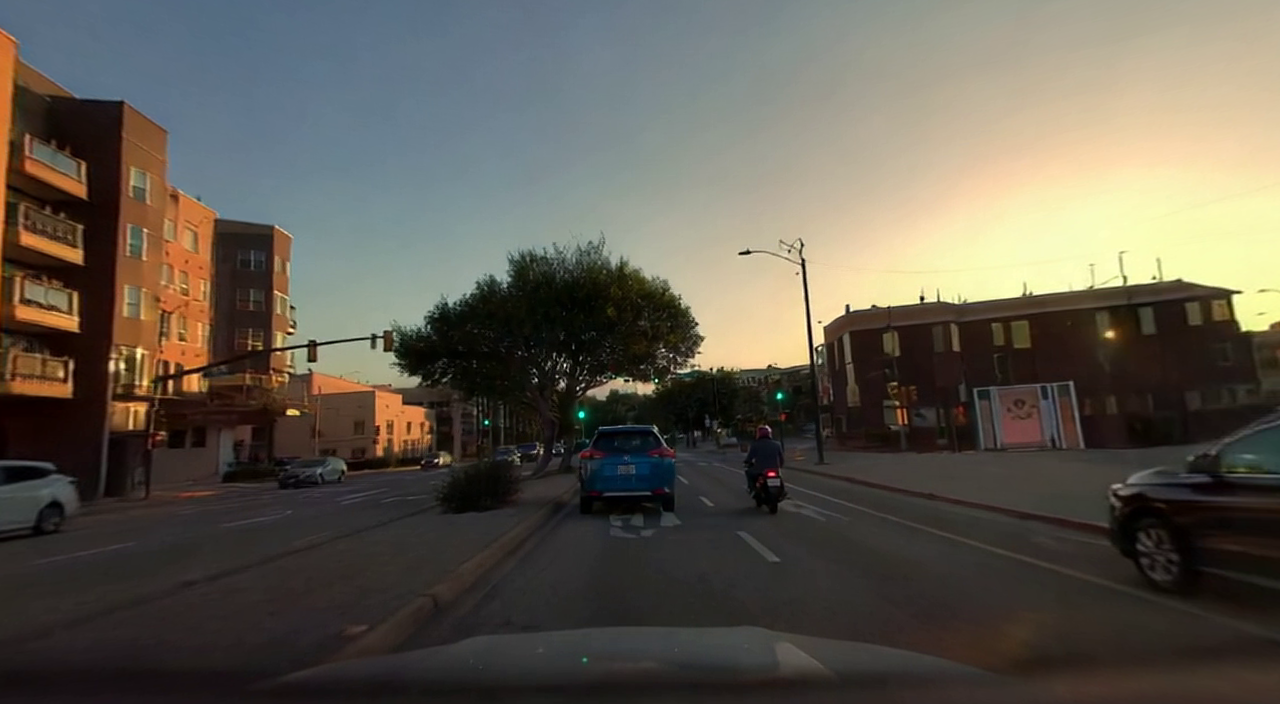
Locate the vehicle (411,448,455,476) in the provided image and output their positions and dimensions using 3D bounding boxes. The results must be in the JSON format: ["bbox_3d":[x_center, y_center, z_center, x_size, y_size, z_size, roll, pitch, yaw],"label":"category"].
[{"bbox_3d":[-14.518,7.720,44.567,1.871,1.786,4.386,0,-9,-4],"label":"vehicle"}]

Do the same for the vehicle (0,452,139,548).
[{"bbox_3d":[-13.551,2.994,12.919,2.142,1.826,5.471,0,-9,-1],"label":"vehicle"}]

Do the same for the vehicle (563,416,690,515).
[{"bbox_3d":[-0.233,2.356,13.426,2.265,1.748,4.130,0,-9,0],"label":"vehicle"}]

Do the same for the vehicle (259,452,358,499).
[{"bbox_3d":[-14.000,5.202,26.998,1.926,1.732,4.635,0,-9,-3],"label":"vehicle"}]

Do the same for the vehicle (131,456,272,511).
[{"bbox_3d":[-17.878,5.344,26.133,2.134,1.915,5.317,0,-9,-2],"label":"vehicle"}]

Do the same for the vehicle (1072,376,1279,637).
[{"bbox_3d":[5.245,0.958,3.756,2.030,1.709,4.687,0,-9,1],"label":"vehicle"}]

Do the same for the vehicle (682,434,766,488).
[{"bbox_3d":[2.545,3.468,20.340,2.101,1.507,4.355,0,-9,0],"label":"vehicle"}]
